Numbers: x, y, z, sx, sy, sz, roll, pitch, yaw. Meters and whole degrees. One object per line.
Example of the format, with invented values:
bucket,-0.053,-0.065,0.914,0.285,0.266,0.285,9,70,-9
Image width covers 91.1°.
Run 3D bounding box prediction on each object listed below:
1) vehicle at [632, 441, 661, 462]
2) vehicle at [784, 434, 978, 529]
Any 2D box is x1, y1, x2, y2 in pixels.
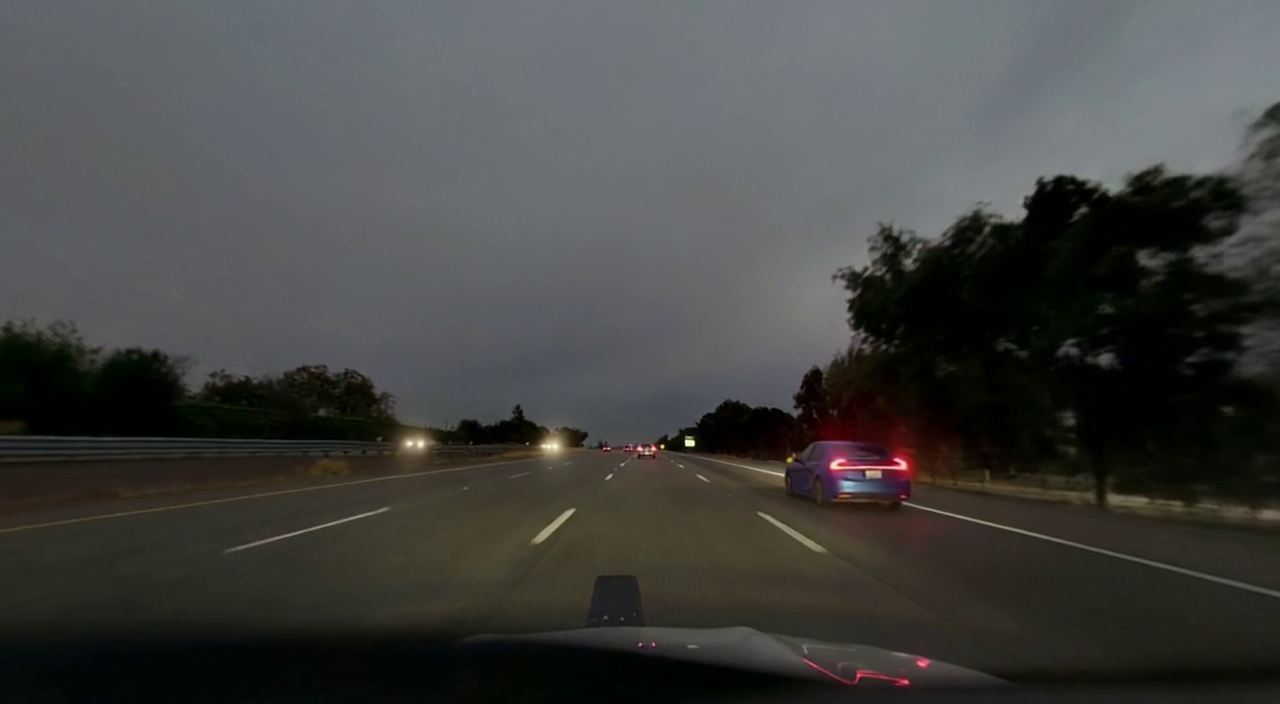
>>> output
vehicle,0.434,7.199,45.546,2.052,1.449,3.857,0,-8,0
vehicle,4.453,2.444,12.549,2.008,1.524,4.598,0,-8,-1
